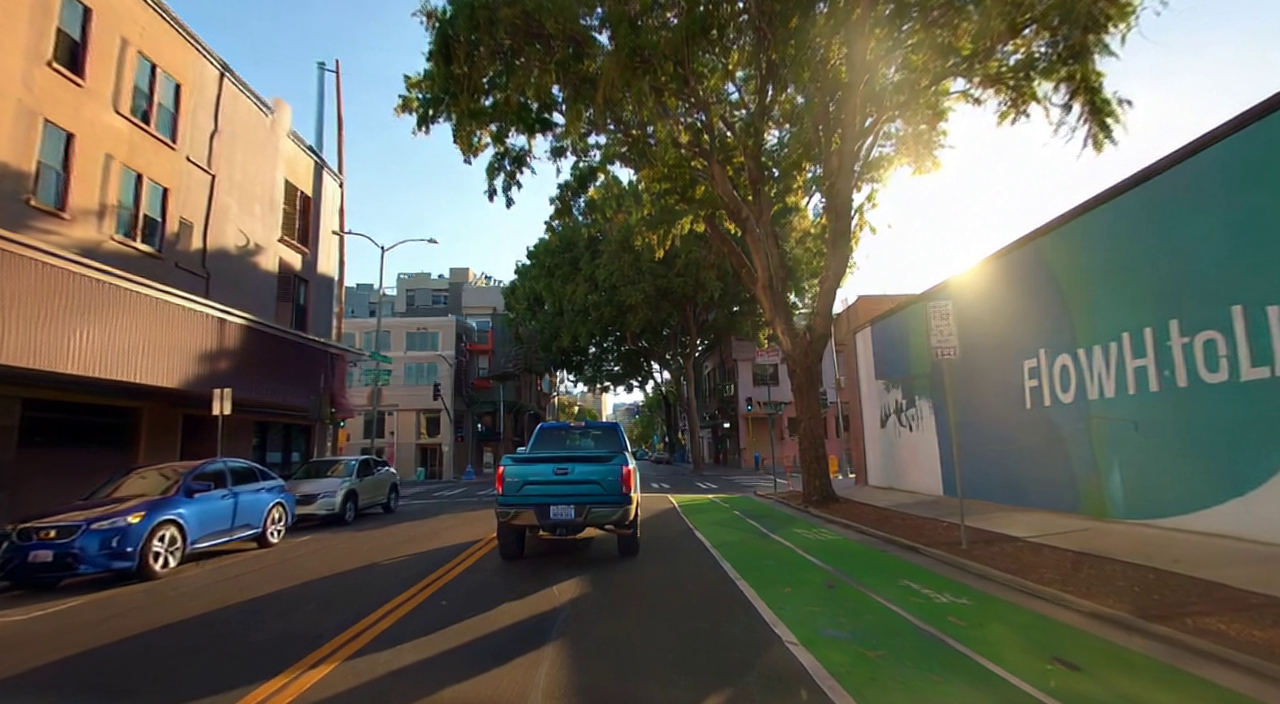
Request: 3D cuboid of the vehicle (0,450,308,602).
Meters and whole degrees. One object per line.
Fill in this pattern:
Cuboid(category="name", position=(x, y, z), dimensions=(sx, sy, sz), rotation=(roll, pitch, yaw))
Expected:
Cuboid(category="vehicle", position=(-7.203, 2.422, 9.781), dimensions=(1.882, 1.686, 4.489), rotation=(-2, -8, -3))

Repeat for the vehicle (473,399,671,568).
Cuboid(category="vehicle", position=(-0.749, 1.823, 9.480), dimensions=(2.215, 1.882, 4.611), rotation=(0, -8, 0))

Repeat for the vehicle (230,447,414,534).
Cuboid(category="vehicle", position=(-7.395, 3.211, 15.450), dimensions=(1.884, 1.730, 5.076), rotation=(0, -8, 0))
